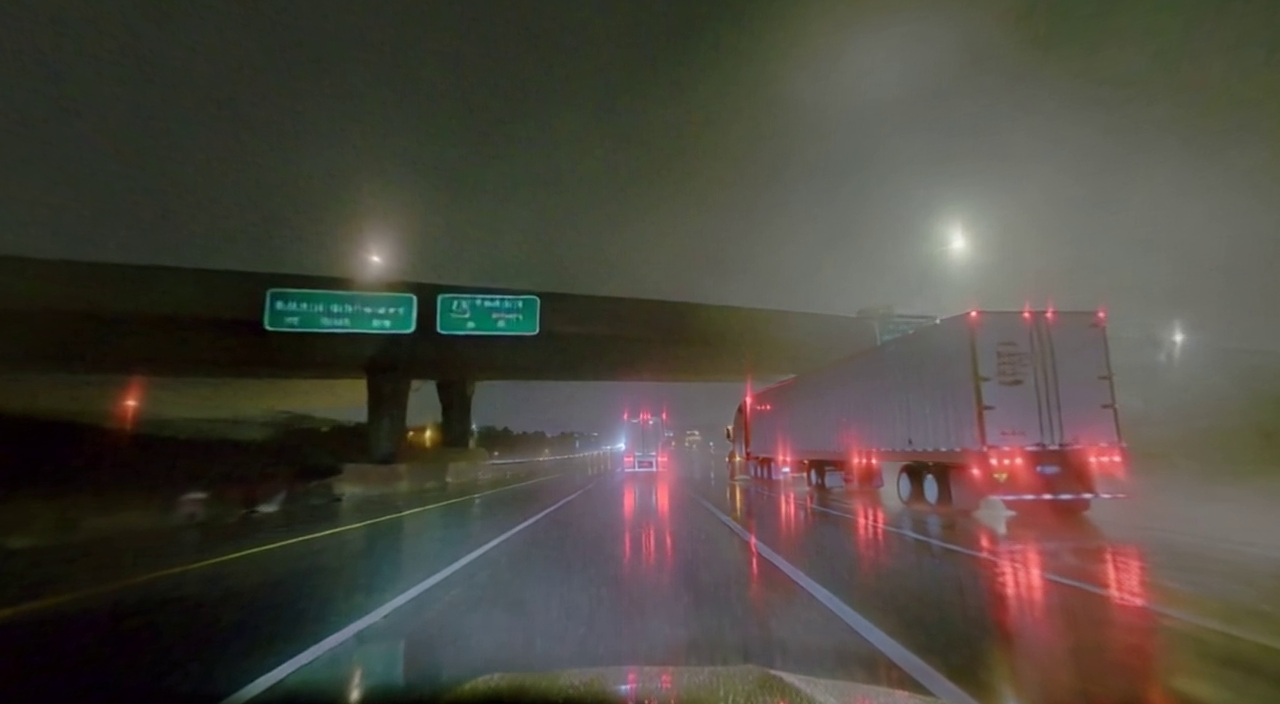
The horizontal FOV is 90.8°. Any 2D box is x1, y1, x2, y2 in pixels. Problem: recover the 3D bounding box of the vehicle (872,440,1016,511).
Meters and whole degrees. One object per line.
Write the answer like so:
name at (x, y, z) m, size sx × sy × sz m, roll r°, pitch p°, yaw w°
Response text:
vehicle at (7.337, 2.999, 15.663) m, size 1.687 × 1.503 × 3.688 m, roll -1°, pitch -9°, yaw 0°
